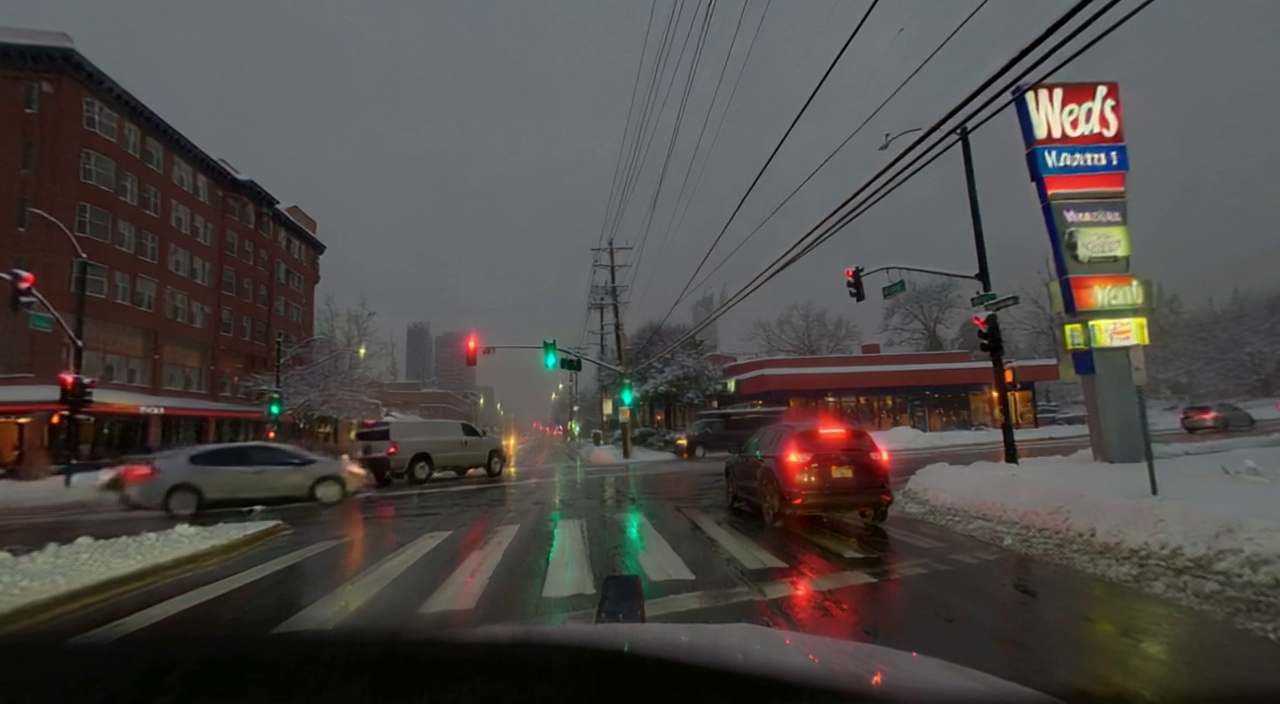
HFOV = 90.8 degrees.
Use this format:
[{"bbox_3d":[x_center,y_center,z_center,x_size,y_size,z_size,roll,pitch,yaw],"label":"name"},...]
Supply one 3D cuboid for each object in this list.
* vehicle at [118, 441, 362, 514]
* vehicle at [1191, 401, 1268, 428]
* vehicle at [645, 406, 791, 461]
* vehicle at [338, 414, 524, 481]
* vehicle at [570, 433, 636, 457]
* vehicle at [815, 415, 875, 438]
[{"bbox_3d":[-8.994,2.800,14.625,4.433,1.453,1.804,4,-10,-29],"label":"vehicle"},{"bbox_3d":[35.045,3.738,37.529,4.499,1.524,1.784,3,-8,-28],"label":"vehicle"},{"bbox_3d":[3.186,3.325,25.452,5.588,1.985,2.374,5,-10,-32],"label":"vehicle"},{"bbox_3d":[-6.788,3.196,21.224,2.081,1.938,5.603,-7,-11,39],"label":"vehicle"},{"bbox_3d":[-2.744,6.820,46.372,4.591,1.686,1.816,1,-9,-11],"label":"vehicle"},{"bbox_3d":[16.043,5.834,49.438,4.589,1.730,1.801,4,-9,-31],"label":"vehicle"}]
